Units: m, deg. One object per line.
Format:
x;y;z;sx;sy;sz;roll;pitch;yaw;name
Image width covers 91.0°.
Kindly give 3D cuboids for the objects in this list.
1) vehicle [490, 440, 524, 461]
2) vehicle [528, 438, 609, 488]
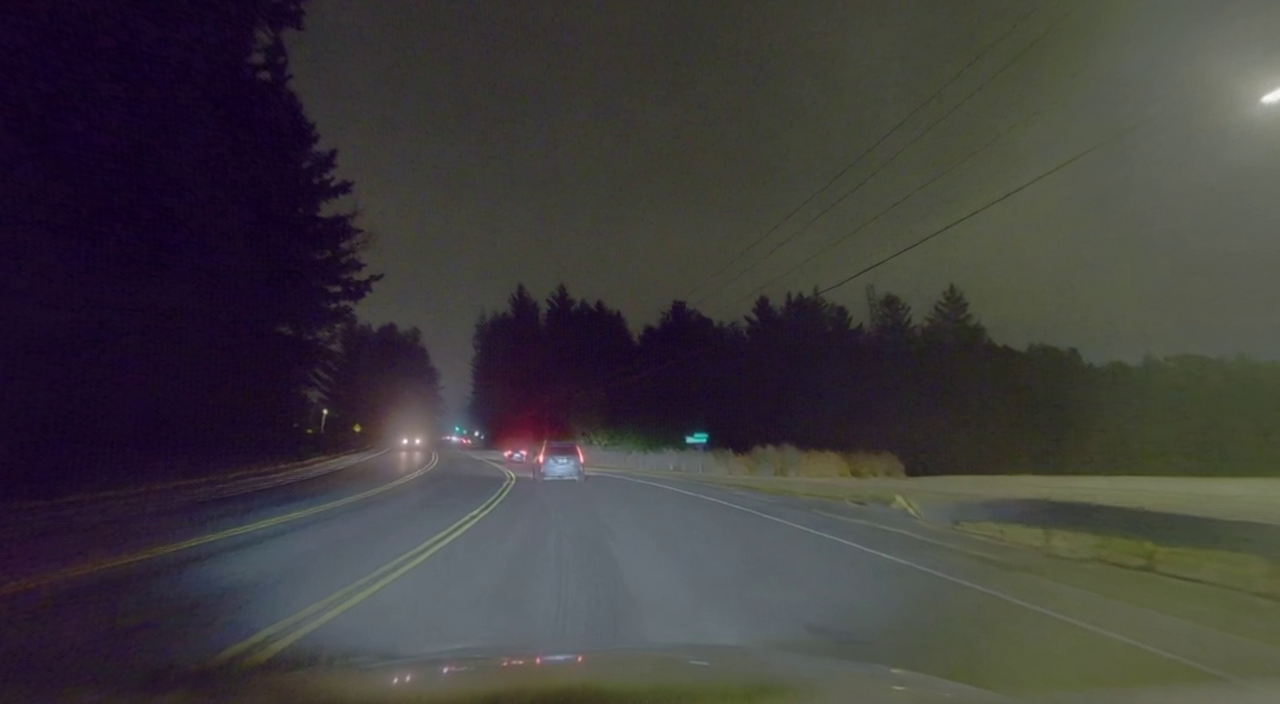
-10.326;7.582;48.590;2.080;1.530;3.719;3;-9;-19;vehicle
-2.531;3.711;21.330;2.296;1.510;4.068;2;-9;-12;vehicle
